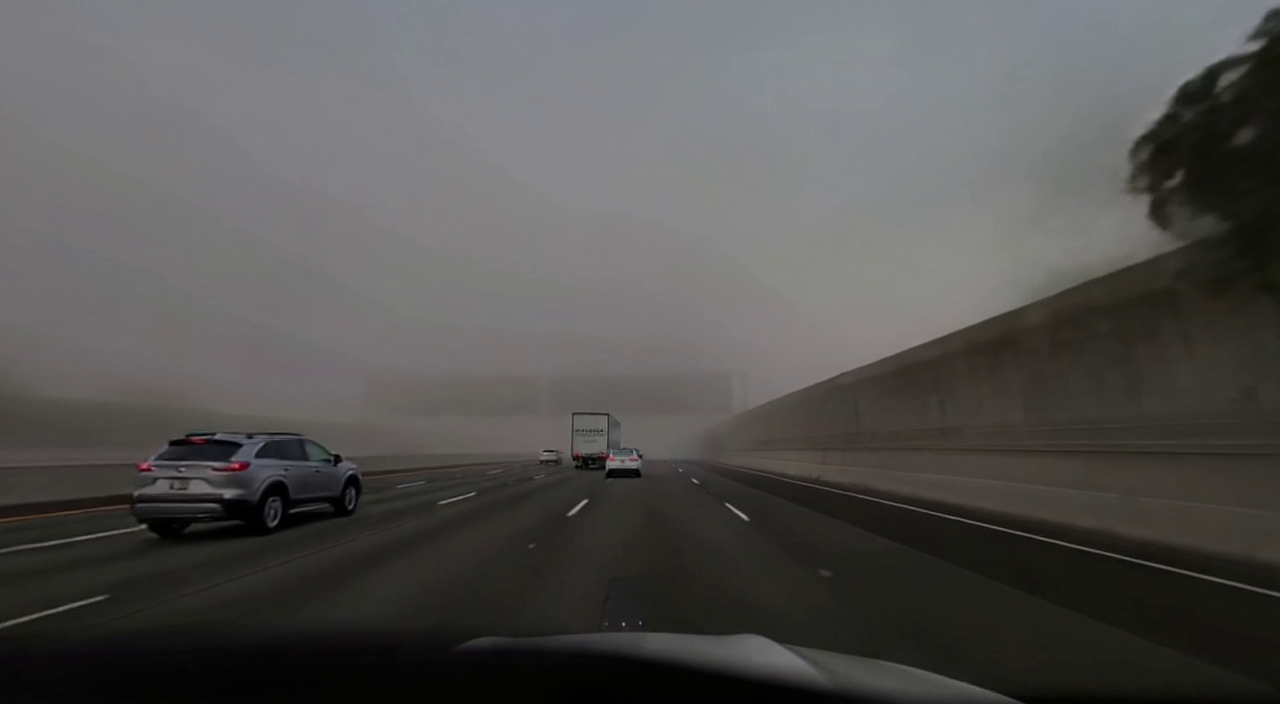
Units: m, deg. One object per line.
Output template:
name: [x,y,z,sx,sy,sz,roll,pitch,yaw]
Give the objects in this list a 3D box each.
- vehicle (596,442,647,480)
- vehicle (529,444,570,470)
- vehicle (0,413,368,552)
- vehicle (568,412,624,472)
vehicle: [-0.815,4.897,28.483,2.168,1.597,3.615,0,-9,-1]
vehicle: [-6.256,7.338,44.283,2.124,1.674,4.541,0,-9,1]
vehicle: [-6.999,2.067,10.675,2.401,1.759,5.126,0,-9,1]
vehicle: [-2.646,5.887,40.827,2.794,3.460,8.595,0,-9,1]
